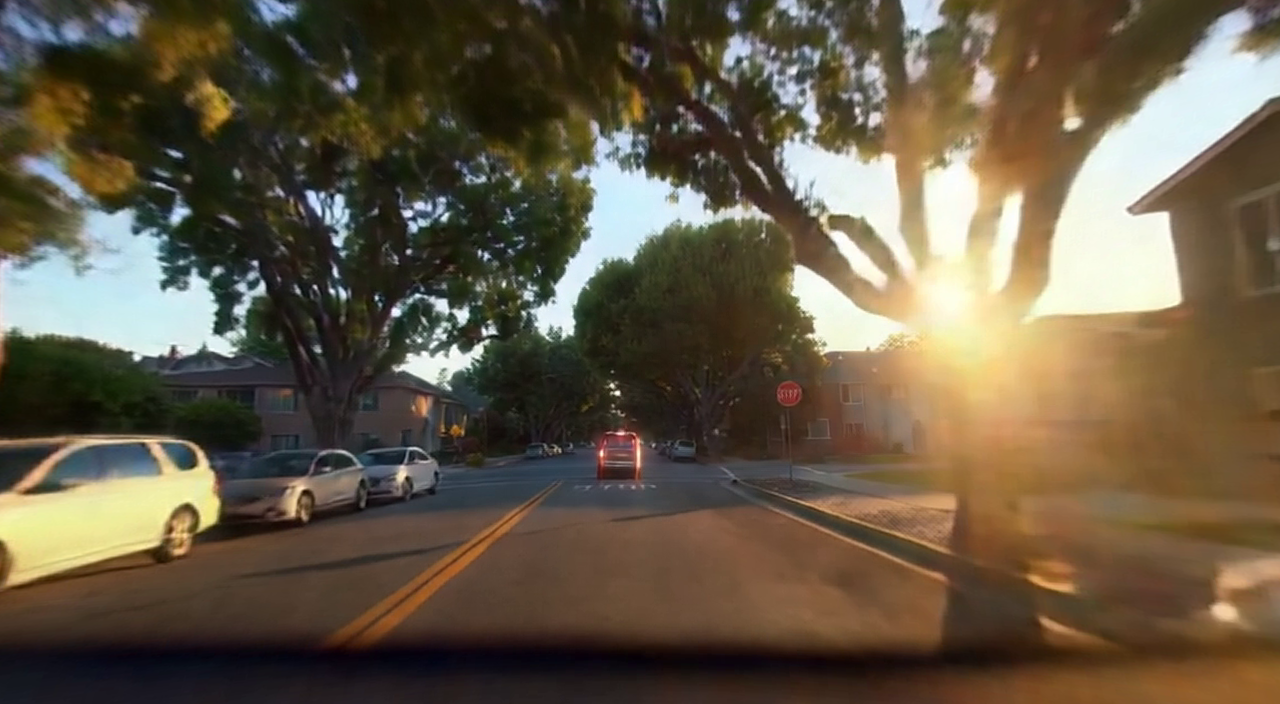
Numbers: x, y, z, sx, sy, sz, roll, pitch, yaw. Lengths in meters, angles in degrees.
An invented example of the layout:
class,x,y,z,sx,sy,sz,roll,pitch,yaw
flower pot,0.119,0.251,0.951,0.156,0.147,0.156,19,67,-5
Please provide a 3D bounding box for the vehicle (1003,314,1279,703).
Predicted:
class,x,y,z,sx,sy,sz,roll,pitch,yaw
vehicle,2.620,0.565,0.385,2.071,1.608,4.547,0,-7,0

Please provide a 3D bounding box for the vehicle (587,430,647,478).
class,x,y,z,sx,sy,sz,roll,pitch,yaw
vehicle,-0.892,4.017,25.121,2.172,1.722,4.201,0,-8,-2

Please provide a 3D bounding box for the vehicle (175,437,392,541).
class,x,y,z,sx,sy,sz,roll,pitch,yaw
vehicle,-6.507,2.513,12.185,1.975,1.515,4.179,-3,-9,-3

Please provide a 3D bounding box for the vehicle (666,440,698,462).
class,x,y,z,sx,sy,sz,roll,pitch,yaw
vehicle,3.145,7.546,48.151,1.987,1.608,3.883,1,-8,-3

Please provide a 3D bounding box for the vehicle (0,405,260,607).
class,x,y,z,sx,sy,sz,roll,pitch,yaw
vehicle,-6.186,1.557,6.434,1.899,1.615,4.624,-7,-8,-3
